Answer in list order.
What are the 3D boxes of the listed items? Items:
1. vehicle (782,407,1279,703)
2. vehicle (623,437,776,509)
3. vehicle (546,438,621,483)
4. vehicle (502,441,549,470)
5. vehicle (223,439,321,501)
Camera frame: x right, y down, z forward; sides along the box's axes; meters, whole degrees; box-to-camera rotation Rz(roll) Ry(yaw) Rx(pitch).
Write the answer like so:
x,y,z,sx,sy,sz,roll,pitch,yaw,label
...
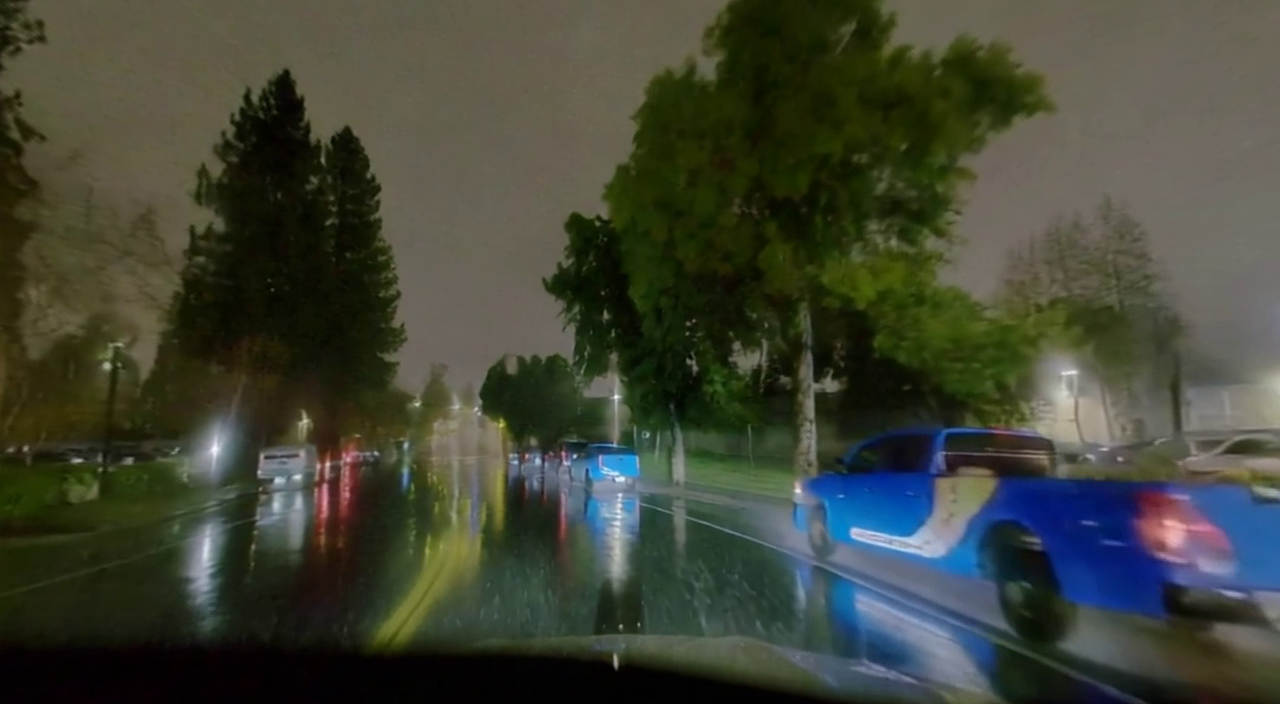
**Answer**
x,y,z,sx,sy,sz,roll,pitch,yaw,label
3.534,1.518,6.304,2.042,1.817,5.202,1,-6,-13,vehicle
1.290,2.975,16.040,2.053,1.519,4.611,3,-9,-20,vehicle
-2.496,4.535,26.734,2.055,1.731,4.686,3,-9,-20,vehicle
-7.642,6.807,41.803,2.137,1.814,5.303,3,-9,-20,vehicle
-13.336,4.230,23.260,2.154,1.870,5.118,0,-8,-20,vehicle
